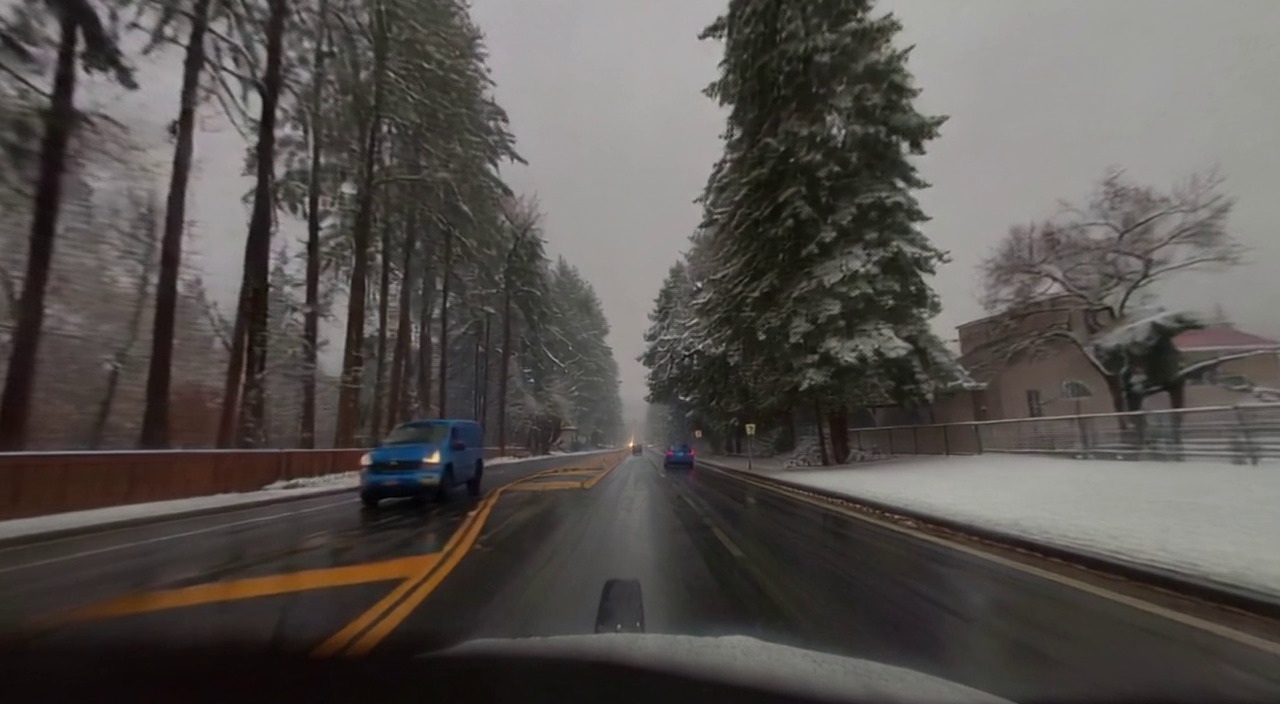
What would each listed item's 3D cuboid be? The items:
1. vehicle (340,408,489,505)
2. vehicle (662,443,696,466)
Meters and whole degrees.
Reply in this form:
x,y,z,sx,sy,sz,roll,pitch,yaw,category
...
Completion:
x,y,z,sx,sy,sz,roll,pitch,yaw,category
-6.592,3.157,19.448,2.430,2.517,5.772,0,-8,0,vehicle
2.620,6.992,43.249,1.991,1.476,4.153,0,-9,-1,vehicle
